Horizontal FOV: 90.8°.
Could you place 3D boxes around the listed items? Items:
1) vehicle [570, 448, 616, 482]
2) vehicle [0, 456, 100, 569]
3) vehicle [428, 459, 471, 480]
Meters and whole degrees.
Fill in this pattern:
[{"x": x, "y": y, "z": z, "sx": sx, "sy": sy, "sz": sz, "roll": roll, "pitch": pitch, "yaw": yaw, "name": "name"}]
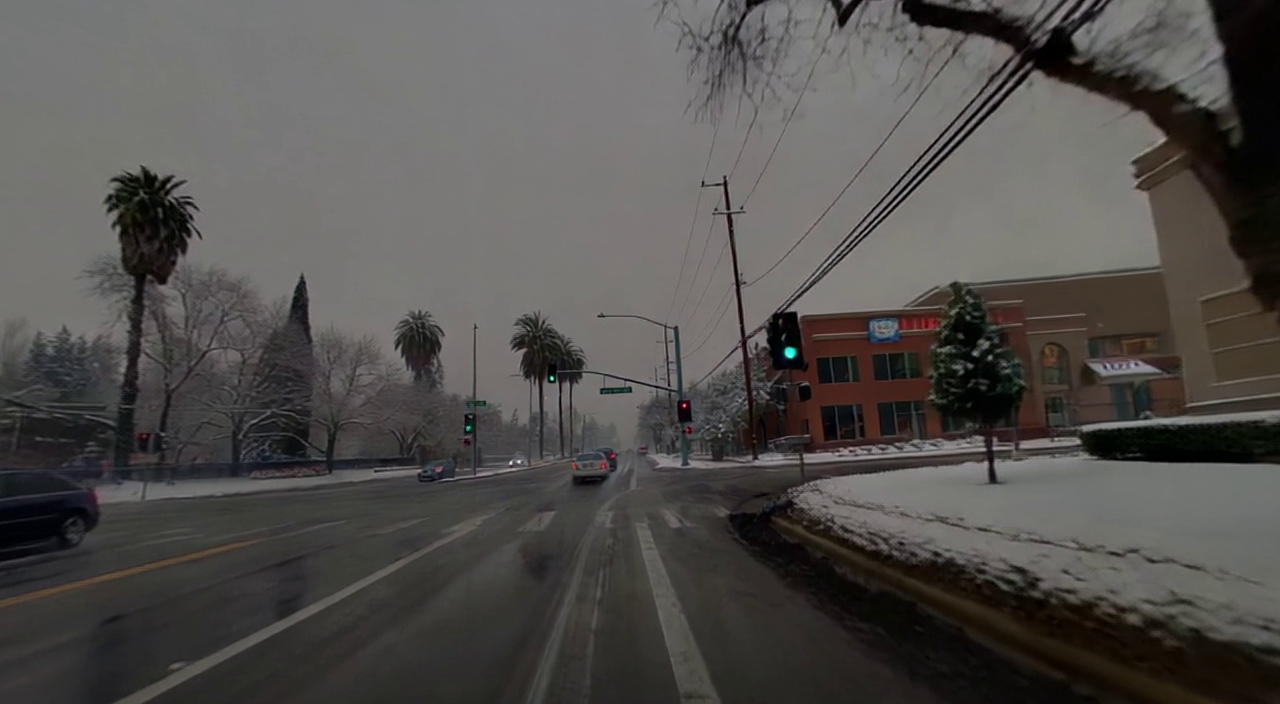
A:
[{"x": -2.219, "y": 5.452, "z": 30.814, "sx": 2.063, "sy": 1.474, "sz": 4.334, "roll": 0, "pitch": -9, "yaw": -2, "name": "vehicle"}, {"x": -11.545, "y": 2.579, "z": 9.887, "sx": 2.050, "sy": 1.811, "sz": 4.752, "roll": 0, "pitch": -9, "yaw": -2, "name": "vehicle"}, {"x": -14.937, "y": 9.177, "z": 49.680, "sx": 1.997, "sy": 1.480, "sz": 4.715, "roll": 0, "pitch": -9, "yaw": -1, "name": "vehicle"}]
